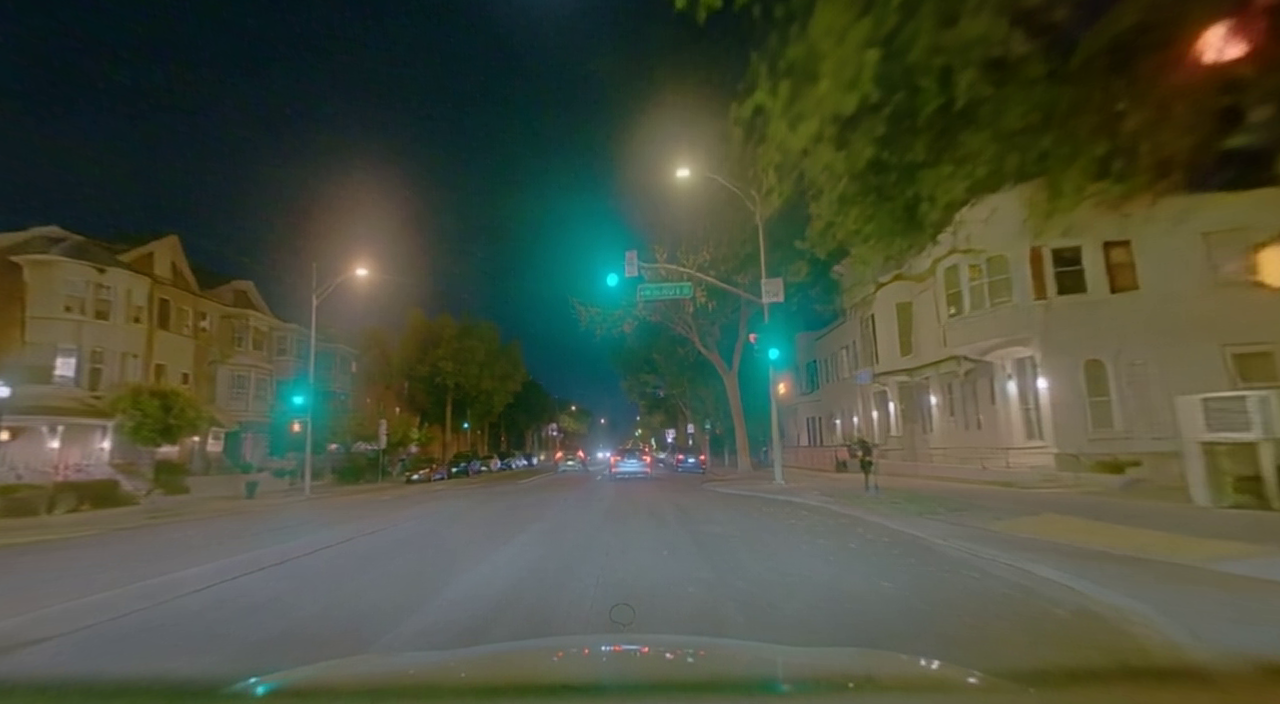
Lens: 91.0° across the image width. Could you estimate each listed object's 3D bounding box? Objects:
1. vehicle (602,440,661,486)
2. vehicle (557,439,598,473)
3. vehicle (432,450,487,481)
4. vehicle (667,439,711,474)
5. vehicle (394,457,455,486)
[{"bbox_3d":[-0.327,4.047,23.243,1.998,1.518,4.015,0,-9,-1],"label":"vehicle"},{"bbox_3d":[-3.617,6.101,37.064,1.983,1.841,4.013,0,-9,1],"label":"vehicle"},{"bbox_3d":[-12.300,7.731,43.385,2.109,1.941,6.025,0,-9,-1],"label":"vehicle"},{"bbox_3d":[2.574,5.659,34.271,1.969,1.725,4.387,0,-9,-1],"label":"vehicle"},{"bbox_3d":[-12.178,6.765,35.867,1.913,1.475,4.372,0,-9,1],"label":"vehicle"}]
